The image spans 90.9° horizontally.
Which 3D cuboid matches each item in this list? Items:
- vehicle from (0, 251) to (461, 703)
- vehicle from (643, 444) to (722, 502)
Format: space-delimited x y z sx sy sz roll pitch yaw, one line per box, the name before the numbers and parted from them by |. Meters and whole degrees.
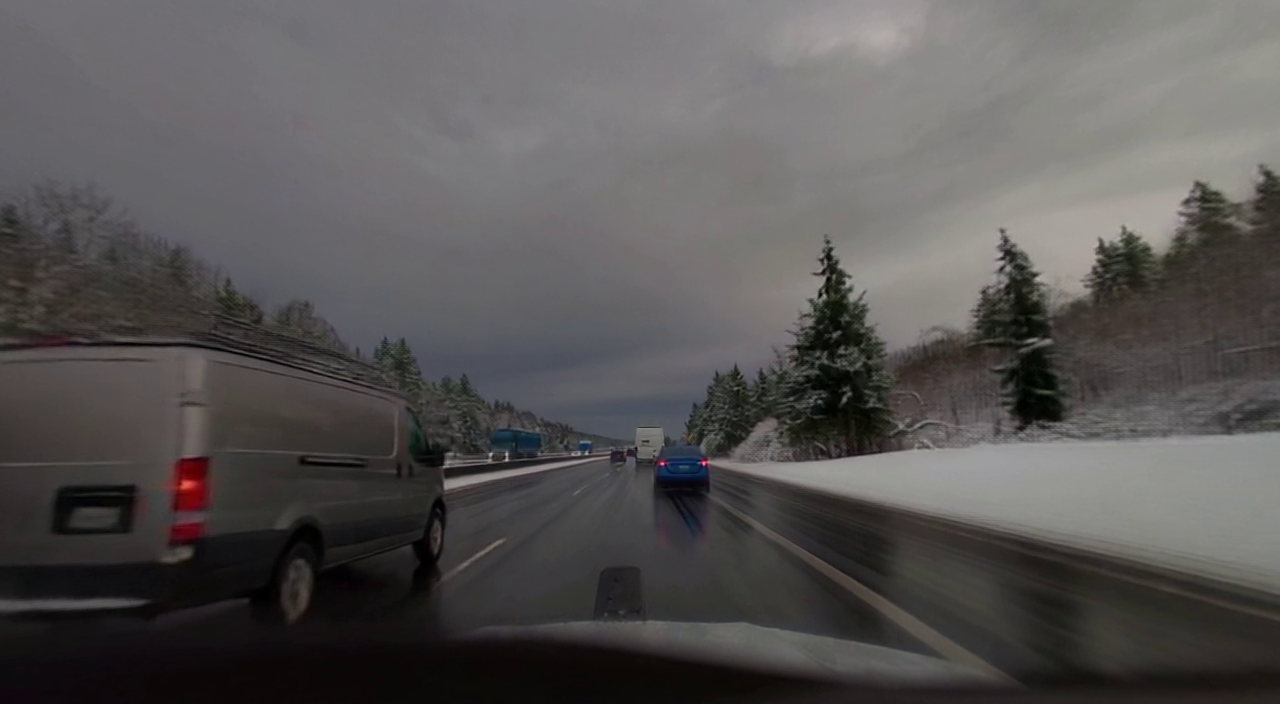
vehicle | -3.155 1.007 4.689 2.217 2.033 4.975 0 -9 -1
vehicle | 1.100 3.401 18.083 2.012 1.485 3.649 0 -9 0
